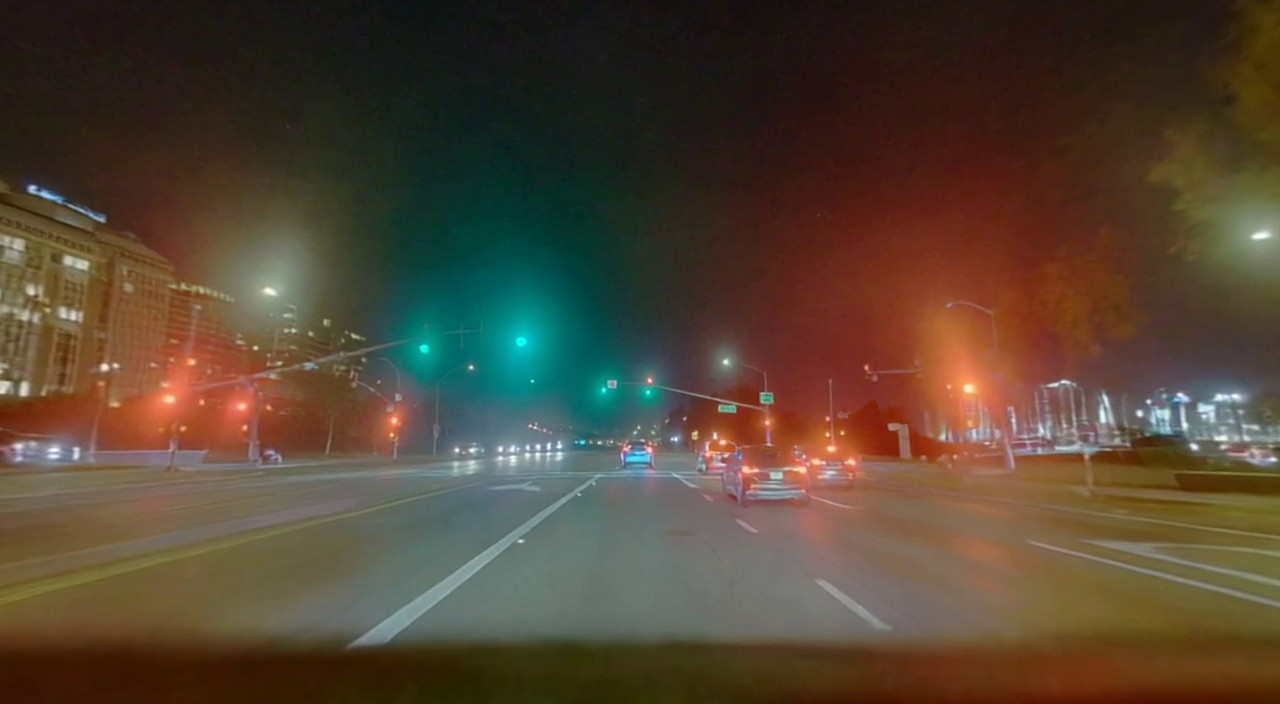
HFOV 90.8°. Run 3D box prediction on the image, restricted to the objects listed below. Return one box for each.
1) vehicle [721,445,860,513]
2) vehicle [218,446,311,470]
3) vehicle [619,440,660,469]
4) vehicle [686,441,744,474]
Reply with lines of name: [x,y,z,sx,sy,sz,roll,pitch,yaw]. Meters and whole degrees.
vehicle: [3.283,2.861,14.824,2.080,1.321,4.382,0,-8,-2]
vehicle: [-24.345,6.855,41.053,4.751,1.501,2.147,-1,-9,5]
vehicle: [-0.043,5.634,34.895,2.143,1.480,4.006,0,-8,-1]
vehicle: [3.632,5.177,31.380,2.226,1.490,4.593,0,-8,-1]
